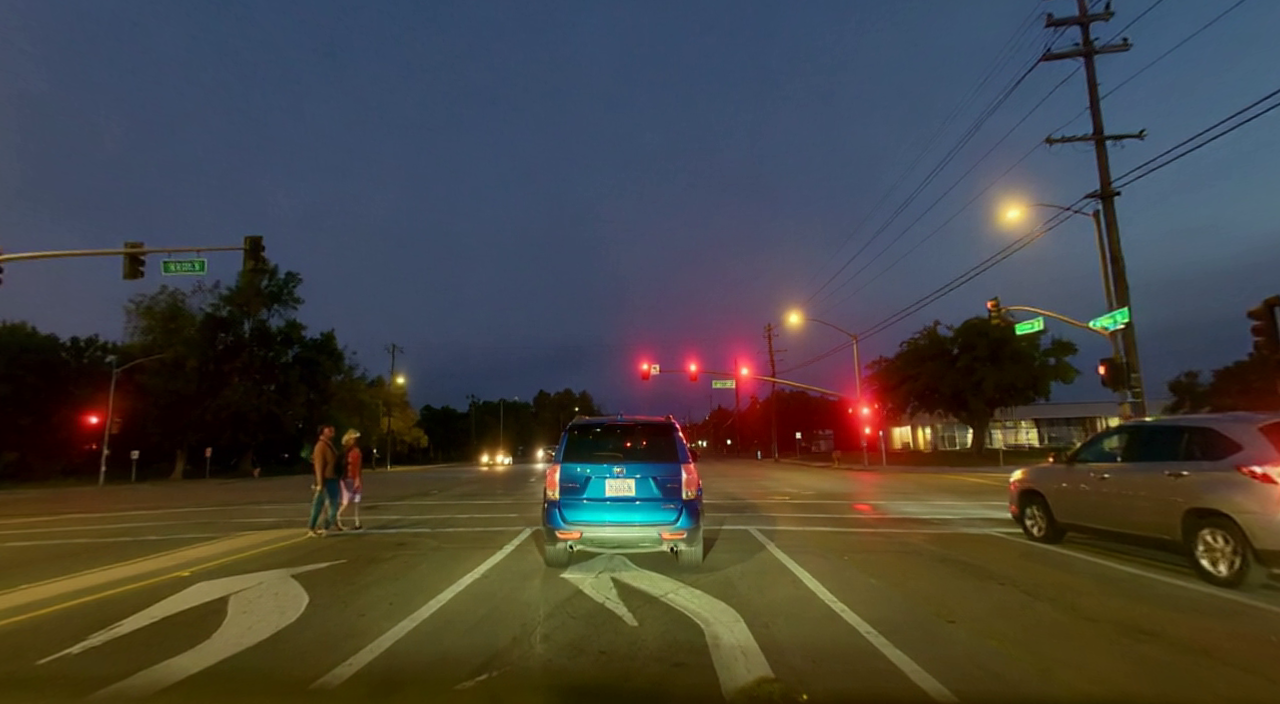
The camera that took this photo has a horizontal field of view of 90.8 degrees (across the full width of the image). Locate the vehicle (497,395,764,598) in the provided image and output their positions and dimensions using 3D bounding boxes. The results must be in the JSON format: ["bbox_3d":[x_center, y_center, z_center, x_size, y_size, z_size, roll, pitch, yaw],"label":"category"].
[{"bbox_3d":[-0.111,1.562,7.641,2.285,1.729,4.252,0,-9,-1],"label":"vehicle"}]

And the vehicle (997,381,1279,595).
[{"bbox_3d":[6.580,1.437,7.239,2.119,1.827,4.806,0,-9,0],"label":"vehicle"}]
